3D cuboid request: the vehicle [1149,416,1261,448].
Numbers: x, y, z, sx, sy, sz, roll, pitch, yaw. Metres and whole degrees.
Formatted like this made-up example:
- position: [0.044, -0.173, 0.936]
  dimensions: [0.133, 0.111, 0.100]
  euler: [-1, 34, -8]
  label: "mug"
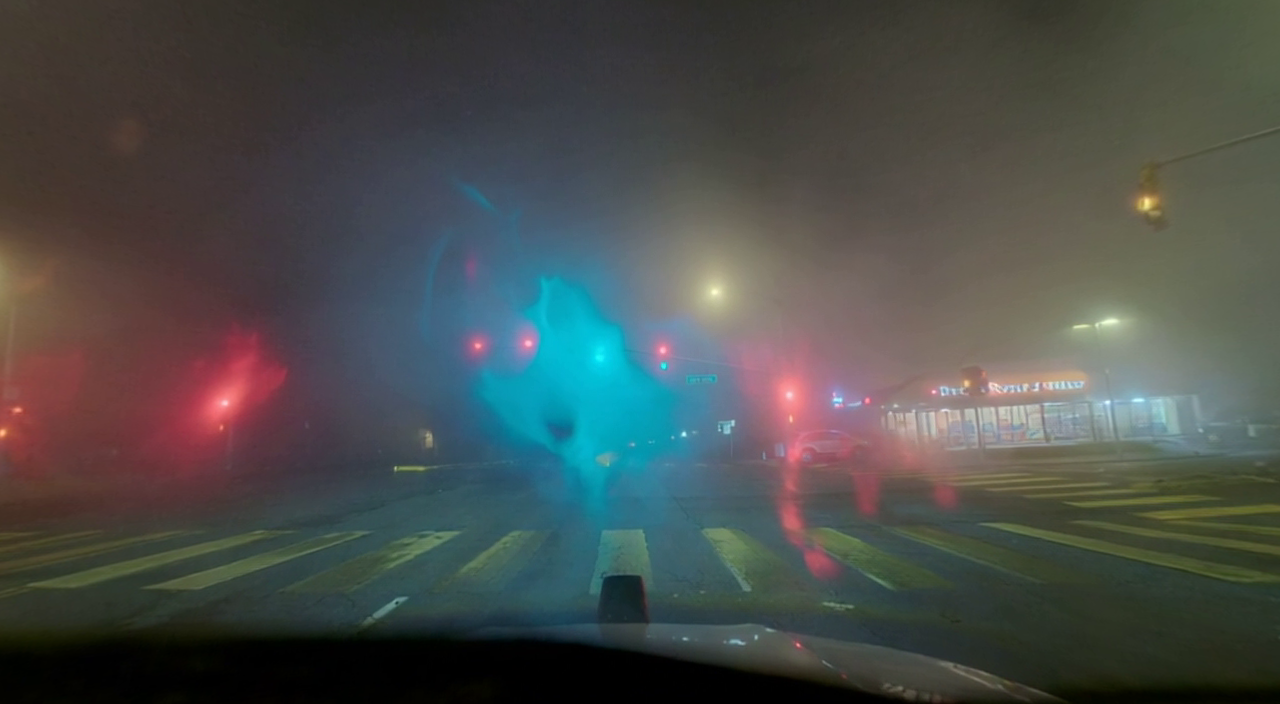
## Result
- position: [28.269, 4.071, 31.719]
  dimensions: [1.799, 1.459, 4.266]
  euler: [-1, -8, 3]
  label: "vehicle"
